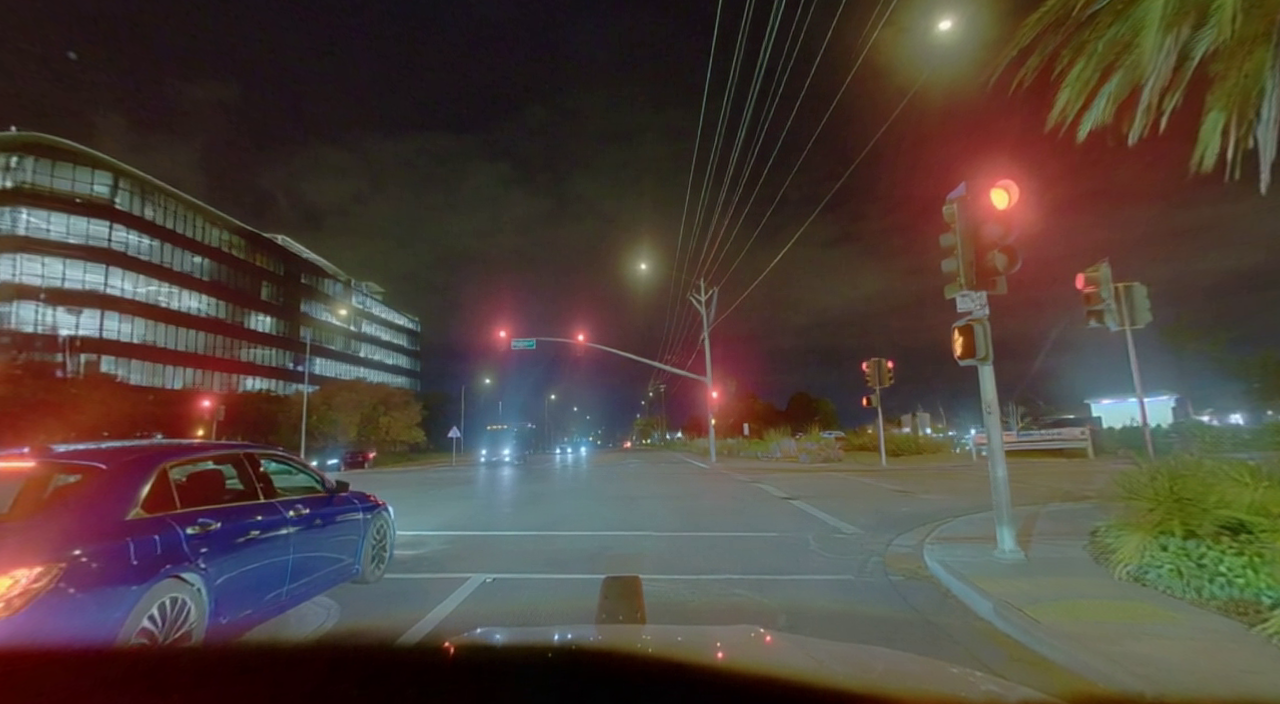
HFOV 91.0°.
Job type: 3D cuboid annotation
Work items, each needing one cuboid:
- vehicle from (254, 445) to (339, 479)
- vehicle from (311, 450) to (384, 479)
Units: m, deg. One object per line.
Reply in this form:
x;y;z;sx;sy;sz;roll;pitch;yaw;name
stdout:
-19.080;6.109;35.250;2.017;1.739;4.569;0;-9;1;vehicle
-15.360;5.917;33.335;1.875;1.389;3.784;0;-9;3;vehicle
